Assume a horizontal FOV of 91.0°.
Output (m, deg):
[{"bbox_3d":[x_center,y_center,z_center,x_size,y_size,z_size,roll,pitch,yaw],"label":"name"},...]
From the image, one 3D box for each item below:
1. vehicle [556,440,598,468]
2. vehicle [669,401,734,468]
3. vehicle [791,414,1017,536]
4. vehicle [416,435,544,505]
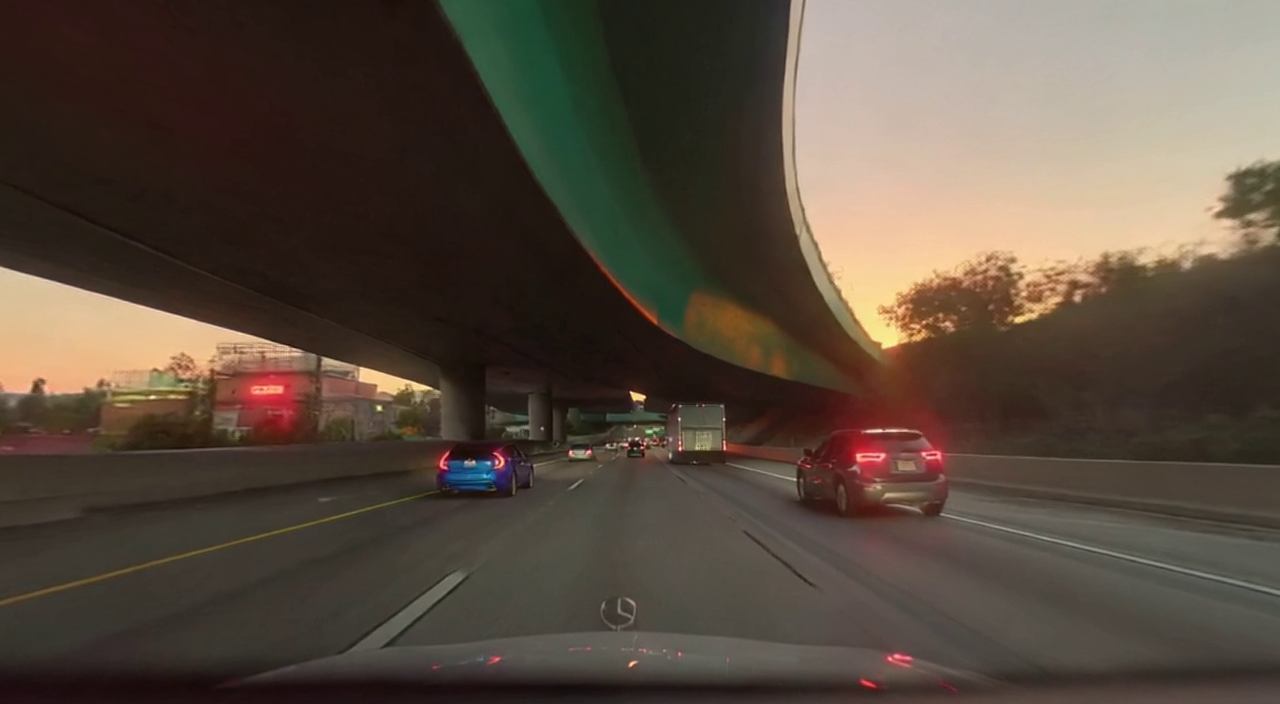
[{"bbox_3d":[-3.607,5.896,36.717,2.064,1.479,4.370,-1,-8,-1],"label":"vehicle"},{"bbox_3d":[3.627,5.319,40.241,2.824,3.585,11.410,-1,-8,-1],"label":"vehicle"},{"bbox_3d":[4.114,1.978,10.717,2.001,1.625,4.088,-1,-8,-1],"label":"vehicle"},{"bbox_3d":[-3.885,2.942,16.232,2.122,1.486,4.532,-1,-8,0],"label":"vehicle"}]
